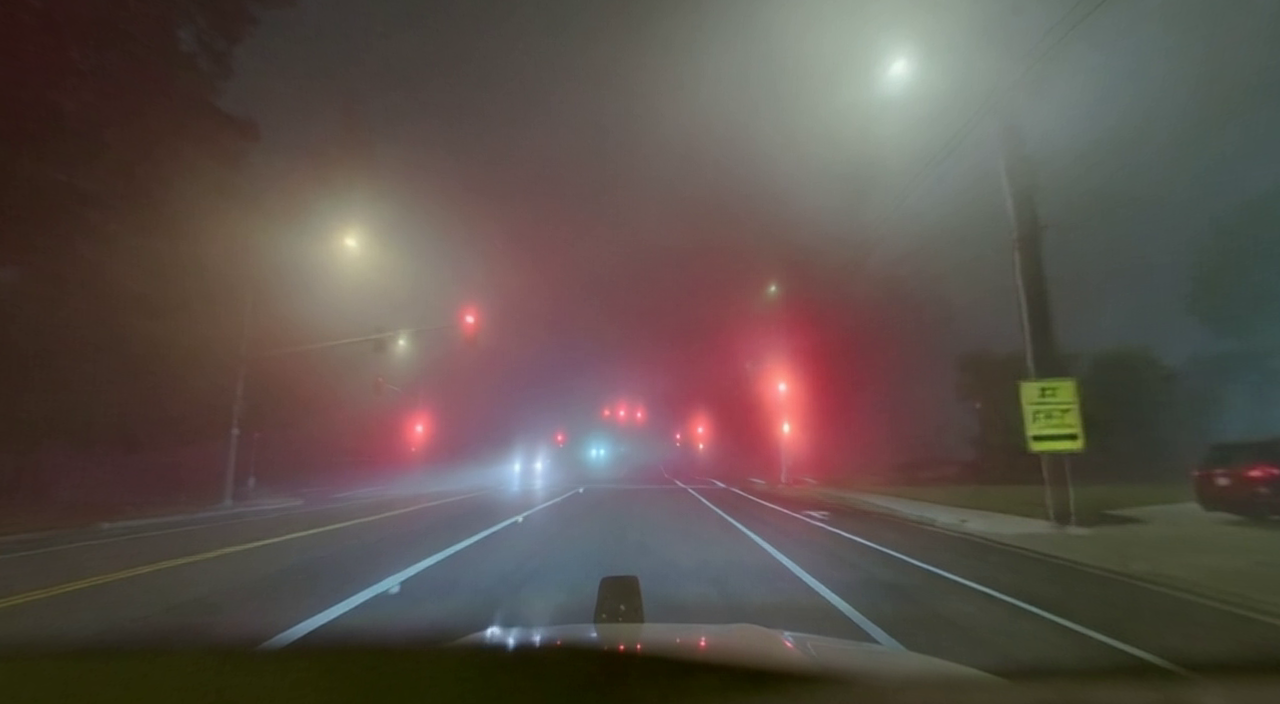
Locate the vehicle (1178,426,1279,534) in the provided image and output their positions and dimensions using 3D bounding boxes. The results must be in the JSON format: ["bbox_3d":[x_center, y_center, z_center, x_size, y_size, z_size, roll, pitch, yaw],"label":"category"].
[{"bbox_3d":[11.037,1.860,9.326,4.261,1.486,2.023,0,-9,0],"label":"vehicle"}]

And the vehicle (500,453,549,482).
[{"bbox_3d":[-7.623,7.646,42.236,2.262,1.761,4.966,0,-9,1],"label":"vehicle"}]
